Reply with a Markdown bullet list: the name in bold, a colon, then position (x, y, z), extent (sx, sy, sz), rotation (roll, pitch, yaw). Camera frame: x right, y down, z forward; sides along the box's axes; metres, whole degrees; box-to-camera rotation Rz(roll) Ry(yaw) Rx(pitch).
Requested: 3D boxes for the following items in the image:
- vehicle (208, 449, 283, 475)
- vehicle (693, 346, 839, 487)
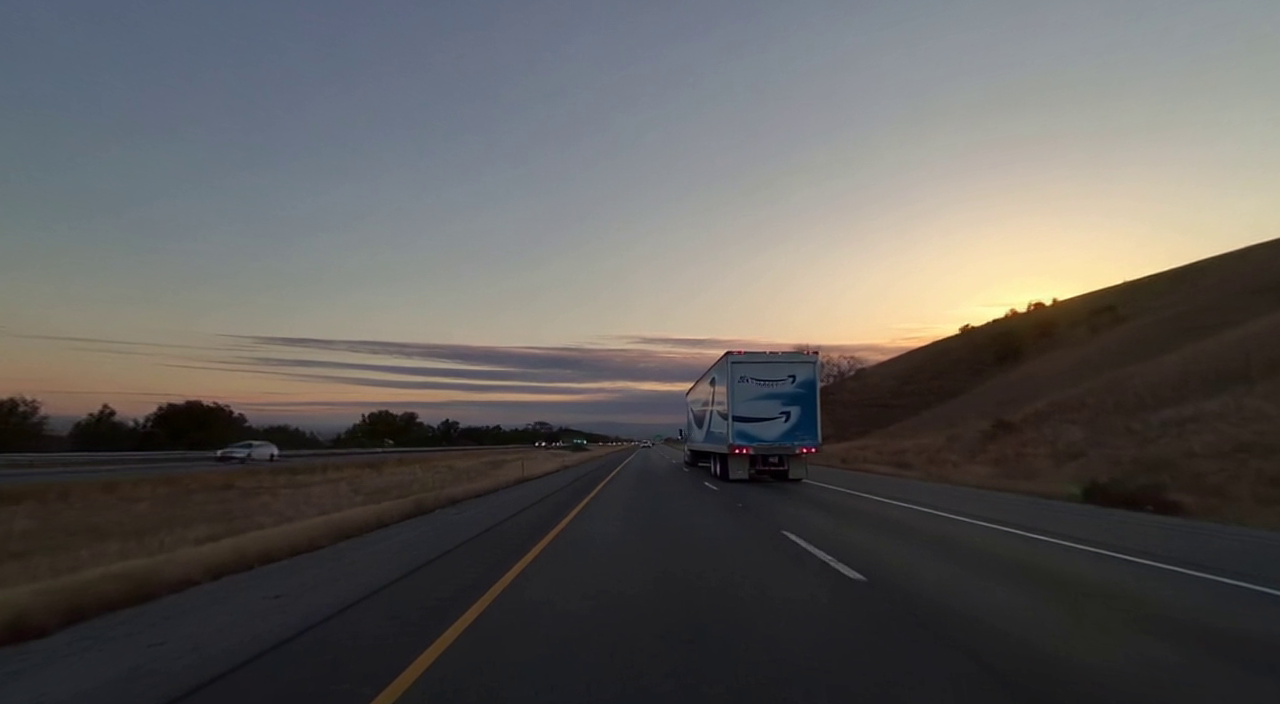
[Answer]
- **vehicle**: position (-28.441, 7.930, 45.483), extent (2.216, 1.758, 4.974), rotation (0, -8, 0)
- **vehicle**: position (4.563, 3.167, 27.716), extent (3.190, 4.365, 16.625), rotation (0, -8, 1)
